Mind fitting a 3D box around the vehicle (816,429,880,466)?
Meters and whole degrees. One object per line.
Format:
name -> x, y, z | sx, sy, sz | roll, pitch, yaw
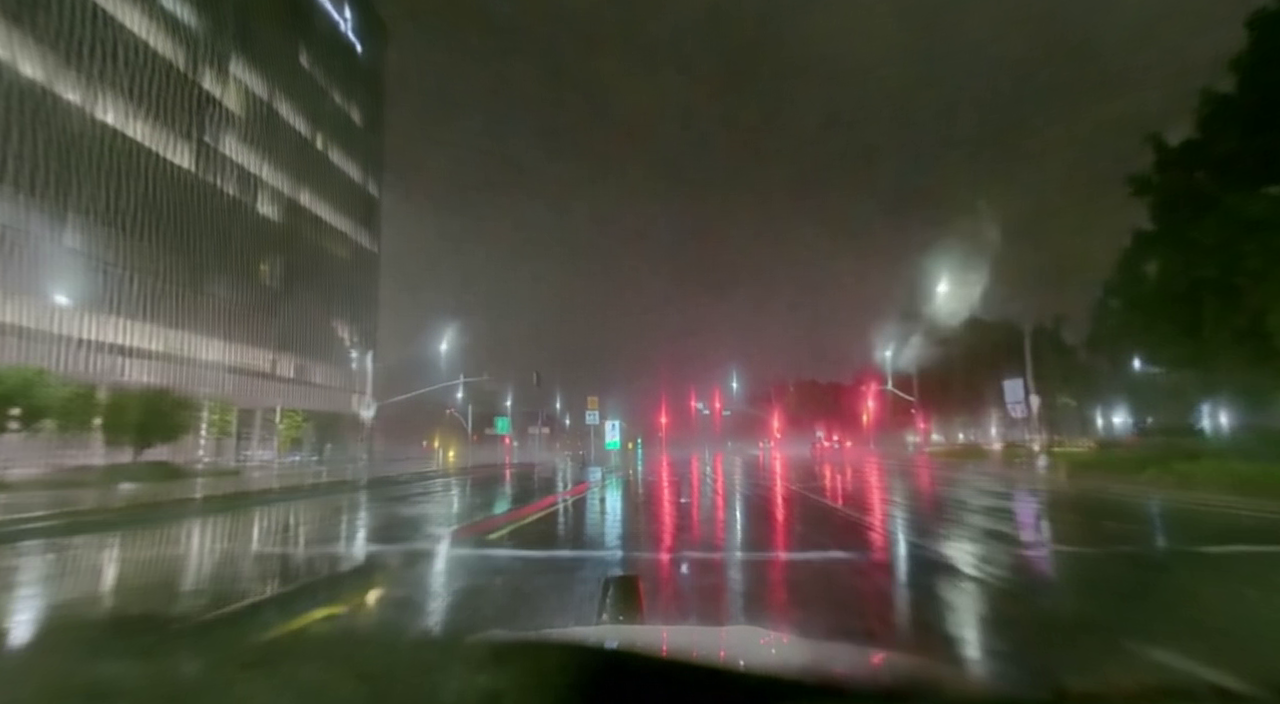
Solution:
vehicle -> 11.357, 5.257, 34.837 | 2.156, 1.881, 4.743 | 0, -9, 4
